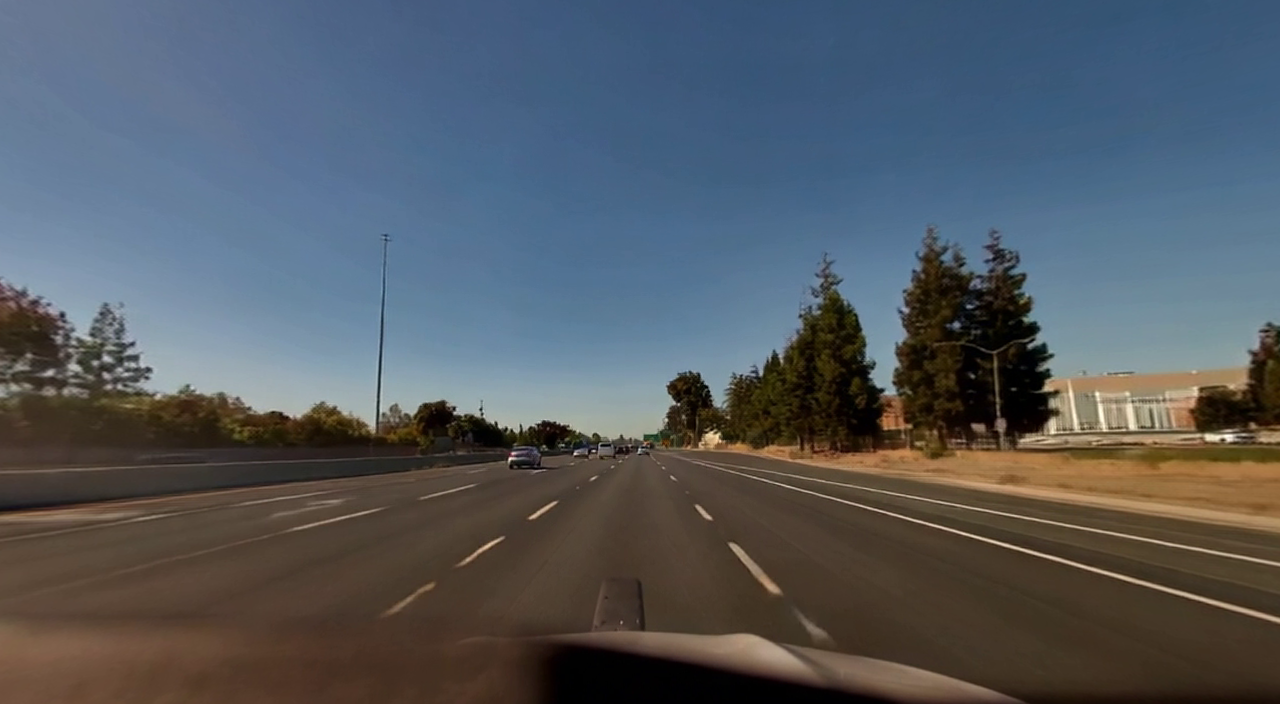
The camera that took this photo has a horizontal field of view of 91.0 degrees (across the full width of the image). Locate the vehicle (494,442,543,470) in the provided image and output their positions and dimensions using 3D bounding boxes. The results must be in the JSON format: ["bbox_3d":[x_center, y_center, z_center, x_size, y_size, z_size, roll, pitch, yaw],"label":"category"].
[{"bbox_3d":[-6.976,6.014,36.604,1.985,1.513,4.172,0,-8,1],"label":"vehicle"}]
